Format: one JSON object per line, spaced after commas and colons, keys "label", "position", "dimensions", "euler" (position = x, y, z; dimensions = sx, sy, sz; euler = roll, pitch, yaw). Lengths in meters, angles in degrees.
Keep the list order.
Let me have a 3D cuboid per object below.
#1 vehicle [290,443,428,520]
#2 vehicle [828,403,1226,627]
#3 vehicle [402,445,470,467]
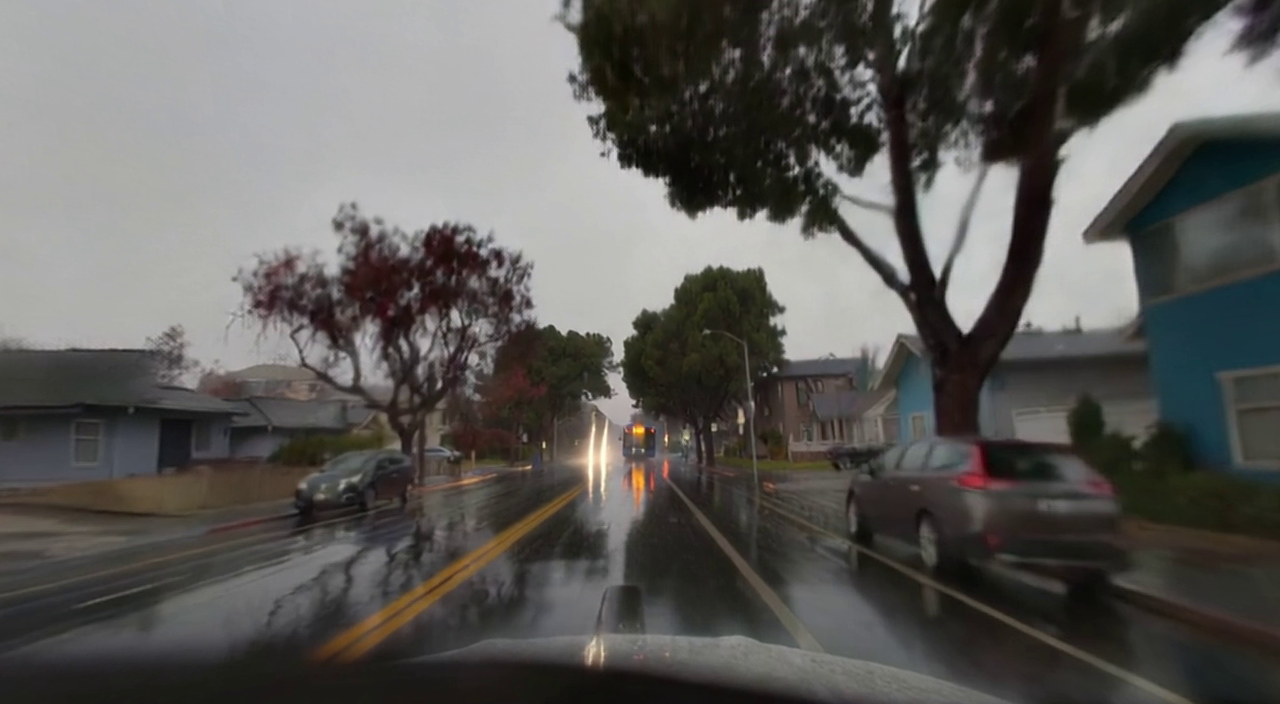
{"label": "vehicle", "position": [-7.843, 3.583, 18.152], "dimensions": [1.898, 1.755, 4.603], "euler": [-5, -8, -1]}
{"label": "vehicle", "position": [4.248, 1.836, 8.204], "dimensions": [2.060, 1.833, 4.927], "euler": [5, -9, 0]}
{"label": "vehicle", "position": [-15.412, 7.861, 47.812], "dimensions": [4.481, 1.591, 1.807], "euler": [0, -8, -1]}
